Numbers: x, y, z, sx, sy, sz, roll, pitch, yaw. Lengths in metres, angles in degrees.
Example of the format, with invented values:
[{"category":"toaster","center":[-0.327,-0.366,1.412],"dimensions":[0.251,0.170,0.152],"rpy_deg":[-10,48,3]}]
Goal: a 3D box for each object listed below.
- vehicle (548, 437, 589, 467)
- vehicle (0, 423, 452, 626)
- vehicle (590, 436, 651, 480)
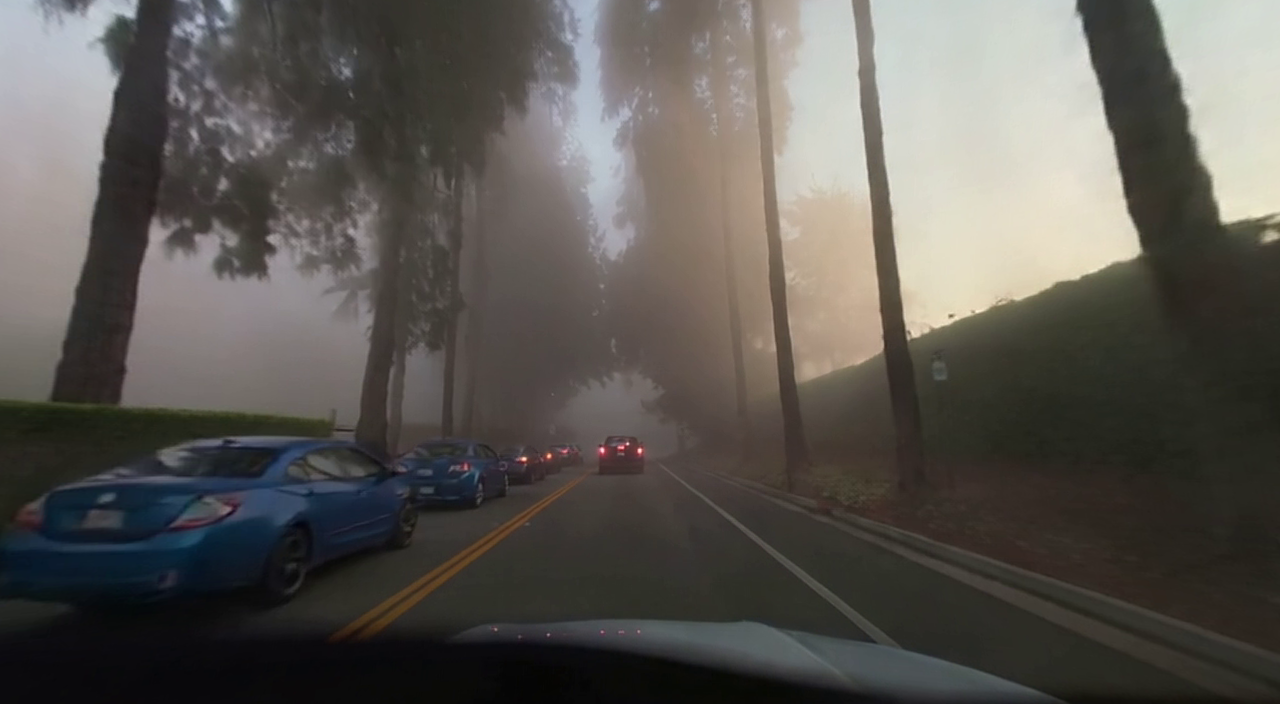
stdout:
[{"category":"vehicle","center":[-4.194,5.944,37.802],"dimensions":[1.983,1.697,4.285],"rpy_deg":[0,-8,-1]},{"category":"vehicle","center":[-3.701,1.569,6.791],"dimensions":[2.030,1.452,4.312],"rpy_deg":[0,-8,0]},{"category":"vehicle","center":[-0.716,4.007,24.160],"dimensions":[2.127,1.517,4.090],"rpy_deg":[0,-8,-1]}]
